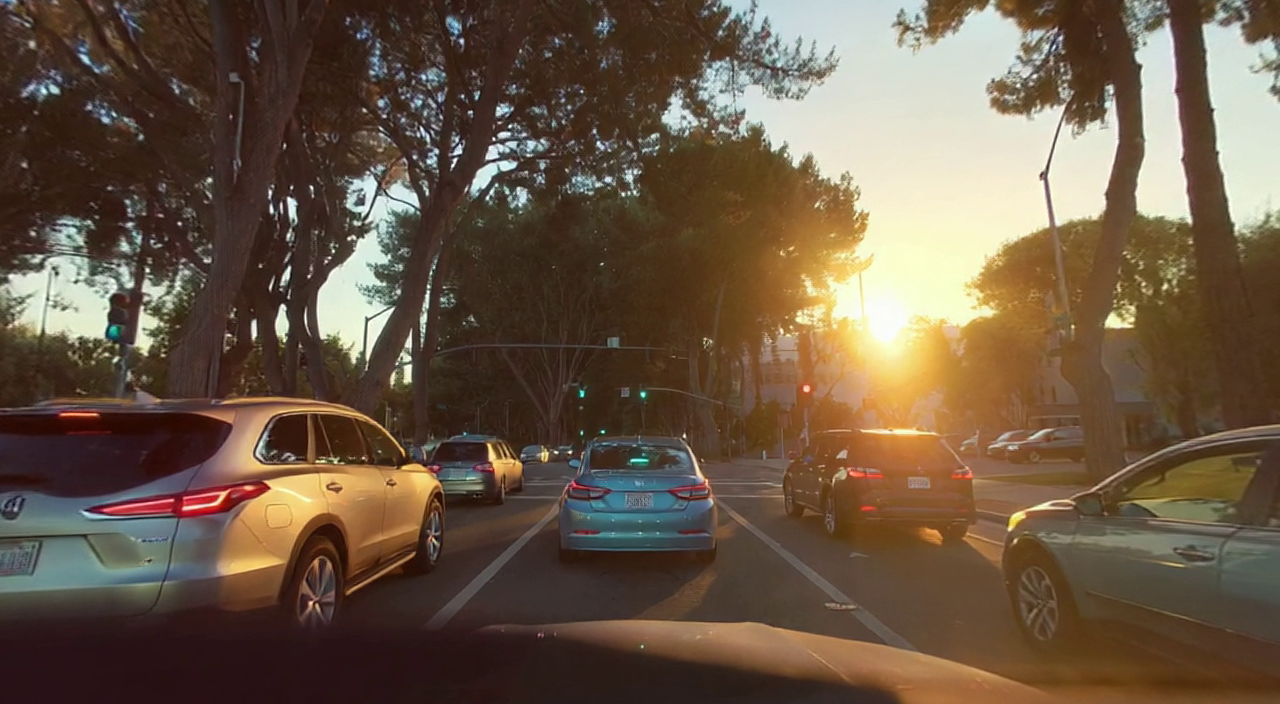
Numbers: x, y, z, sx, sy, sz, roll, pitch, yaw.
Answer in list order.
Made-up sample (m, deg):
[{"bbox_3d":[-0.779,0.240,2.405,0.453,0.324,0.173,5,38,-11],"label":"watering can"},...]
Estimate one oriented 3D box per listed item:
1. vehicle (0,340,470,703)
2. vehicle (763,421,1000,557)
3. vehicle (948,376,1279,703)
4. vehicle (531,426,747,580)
[{"bbox_3d":[-3.143,1.163,5.059,2.168,1.750,4.625,-1,-9,1],"label":"vehicle"},{"bbox_3d":[3.413,2.019,10.023,2.040,1.647,4.379,0,-9,0],"label":"vehicle"},{"bbox_3d":[3.329,0.961,2.831,1.899,1.588,3.888,0,-9,0],"label":"vehicle"},{"bbox_3d":[-0.037,1.802,8.318,2.147,1.507,3.953,0,-8,-1],"label":"vehicle"}]
